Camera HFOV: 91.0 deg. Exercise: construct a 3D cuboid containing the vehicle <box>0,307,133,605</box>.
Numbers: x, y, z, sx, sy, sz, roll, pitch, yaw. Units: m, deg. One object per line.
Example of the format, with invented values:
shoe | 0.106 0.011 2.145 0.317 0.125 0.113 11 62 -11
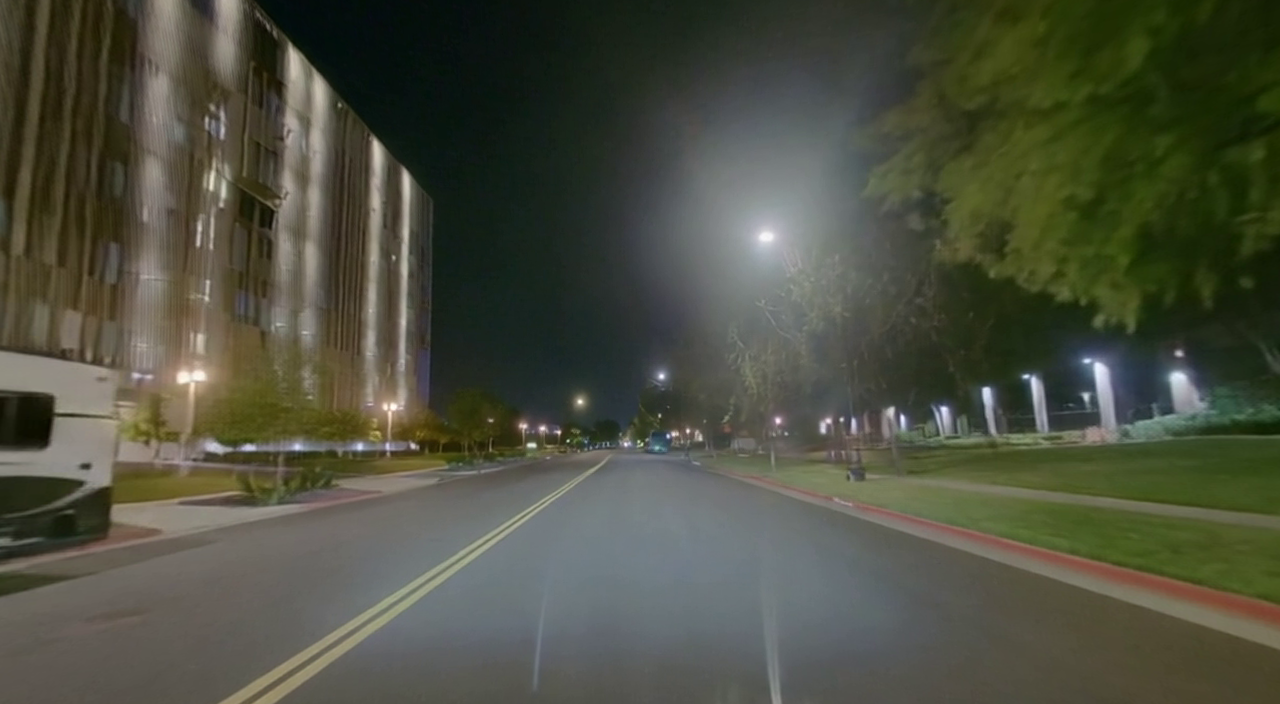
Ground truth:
vehicle | -7.436 0.610 3.293 3.108 2.771 7.999 1 -8 -2
